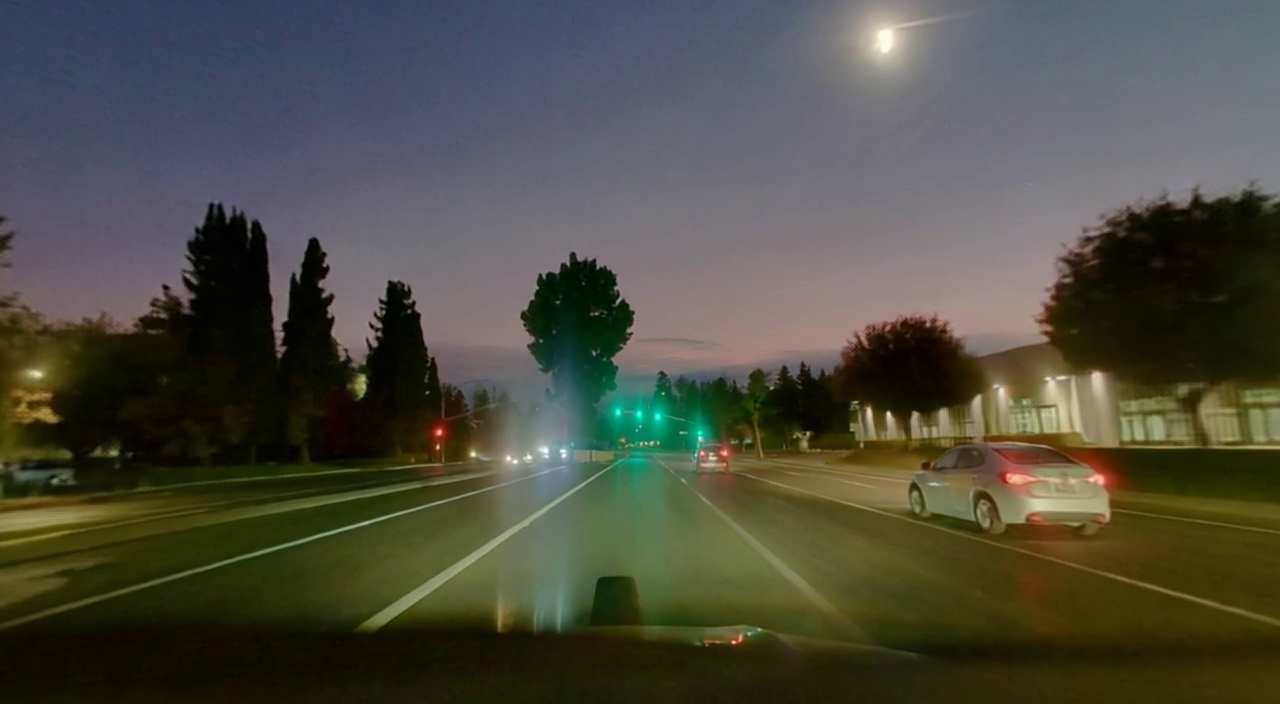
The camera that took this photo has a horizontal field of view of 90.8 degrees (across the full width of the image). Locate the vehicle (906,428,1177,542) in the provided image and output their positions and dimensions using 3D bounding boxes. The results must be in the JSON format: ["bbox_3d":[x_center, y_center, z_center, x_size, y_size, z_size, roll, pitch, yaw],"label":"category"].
[{"bbox_3d":[6.706,2.248,11.295,2.000,1.618,4.238,0,-9,-1],"label":"vehicle"}]

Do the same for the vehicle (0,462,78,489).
[{"bbox_3d":[-38.205,7.657,39.359,1.847,1.443,4.791,-1,-9,3],"label":"vehicle"}]

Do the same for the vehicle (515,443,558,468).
[{"bbox_3d":[-6.587,6.623,40.641,1.970,1.483,4.269,0,-9,1],"label":"vehicle"}]

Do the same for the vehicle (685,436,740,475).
[{"bbox_3d":[3.490,5.112,31.317,2.095,1.759,4.862,0,-9,-1],"label":"vehicle"}]
